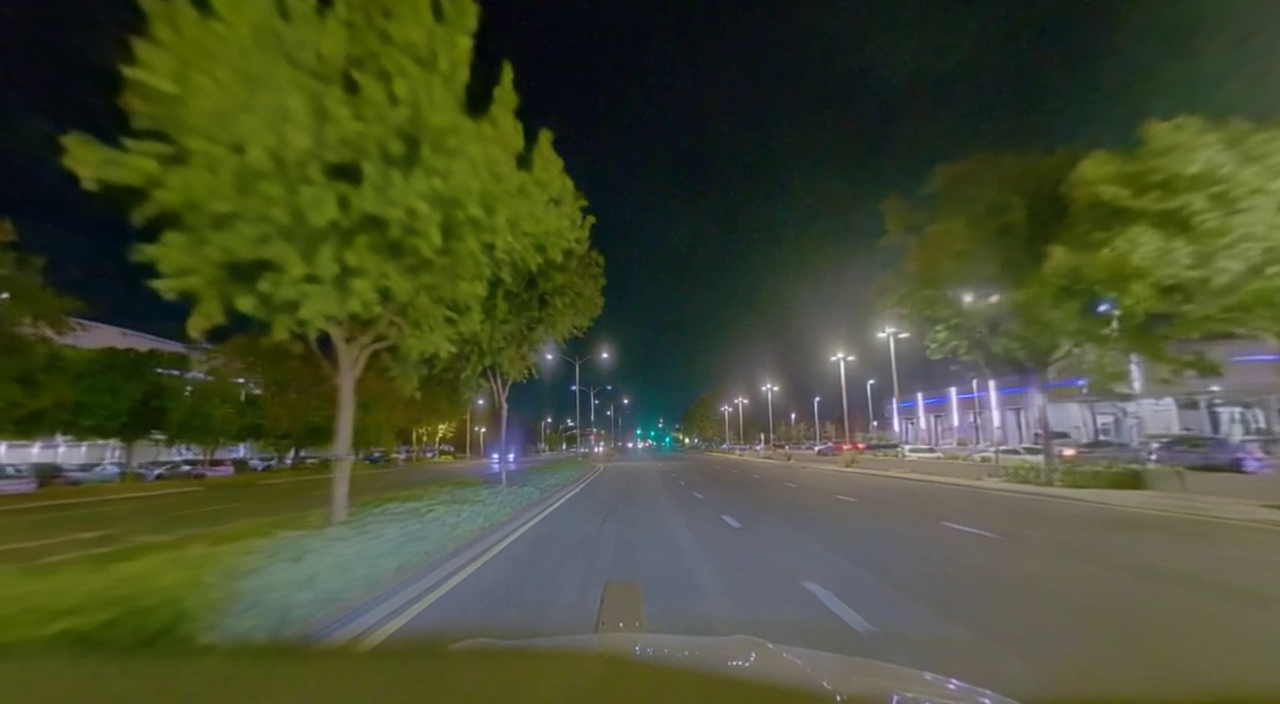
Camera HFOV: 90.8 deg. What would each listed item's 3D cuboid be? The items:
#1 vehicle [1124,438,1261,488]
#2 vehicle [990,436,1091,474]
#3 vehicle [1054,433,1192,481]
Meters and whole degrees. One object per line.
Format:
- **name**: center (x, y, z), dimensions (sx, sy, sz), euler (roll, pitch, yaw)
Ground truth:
- **vehicle**: center (18.007, 3.563, 20.579), dimensions (3.882, 1.455, 1.858), euler (4, -9, -26)
- **vehicle**: center (18.354, 4.702, 28.952), dimensions (4.197, 1.612, 1.784), euler (4, -9, -25)
- **vehicle**: center (17.664, 3.820, 23.073), dimensions (4.741, 1.584, 1.958), euler (4, -11, -26)
